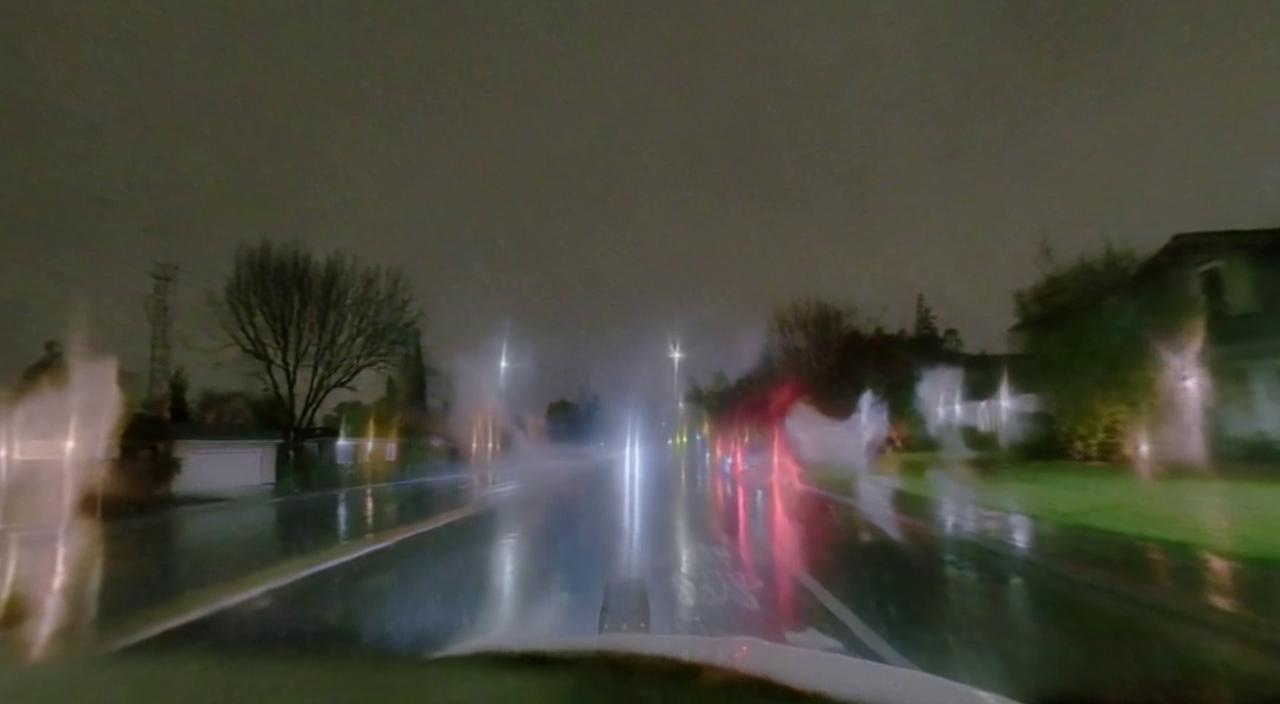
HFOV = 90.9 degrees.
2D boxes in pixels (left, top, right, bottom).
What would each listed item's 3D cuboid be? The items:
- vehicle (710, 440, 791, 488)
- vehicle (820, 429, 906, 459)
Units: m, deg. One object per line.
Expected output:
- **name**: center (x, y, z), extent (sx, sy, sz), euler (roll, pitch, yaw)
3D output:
- **vehicle**: center (3.832, 3.975, 22.745), extent (1.979, 1.524, 4.578), euler (0, -8, -2)
- **vehicle**: center (11.716, 4.872, 33.251), extent (3.827, 1.512, 1.855), euler (0, -8, 1)
